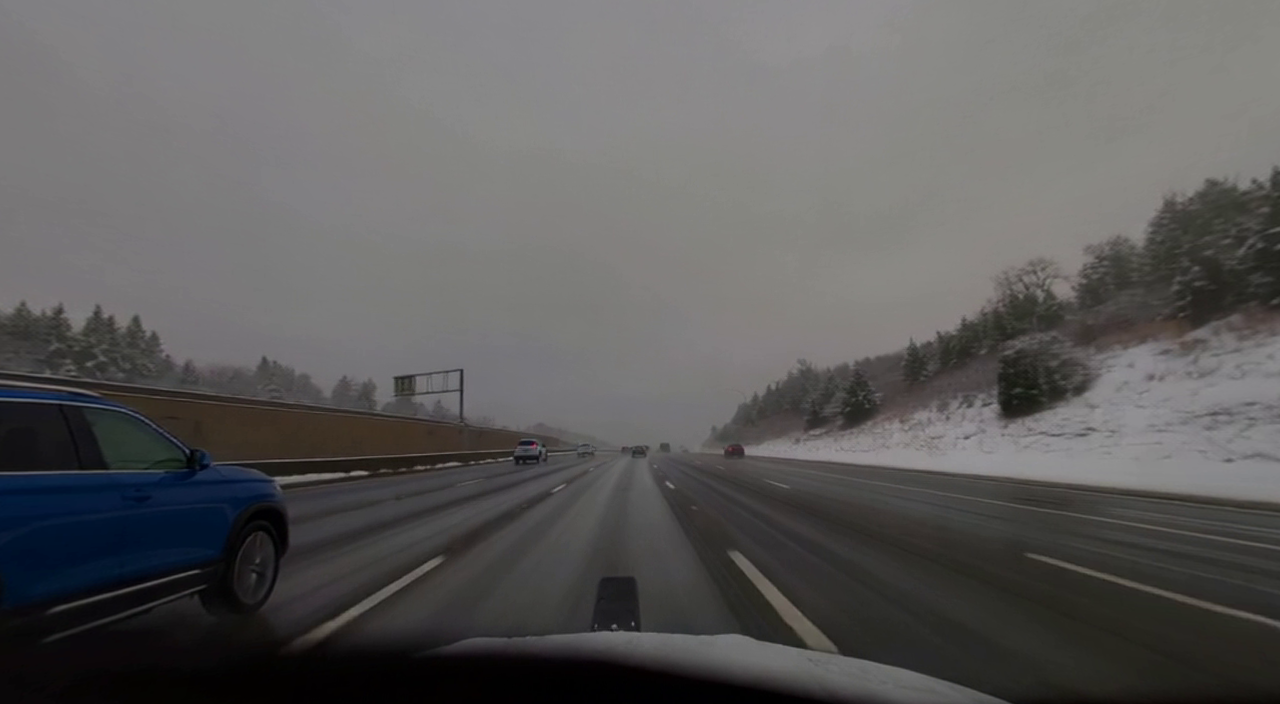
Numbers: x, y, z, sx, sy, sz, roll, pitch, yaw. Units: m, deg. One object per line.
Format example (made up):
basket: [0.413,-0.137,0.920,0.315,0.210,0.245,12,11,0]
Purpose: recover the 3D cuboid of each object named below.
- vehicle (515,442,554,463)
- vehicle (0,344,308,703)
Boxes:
vehicle: [-7.832,7.556,47.392,2.054,1.474,4.450,0,-9,1]
vehicle: [-3.606,0.836,2.544,2.047,1.715,4.689,0,-9,-1]
